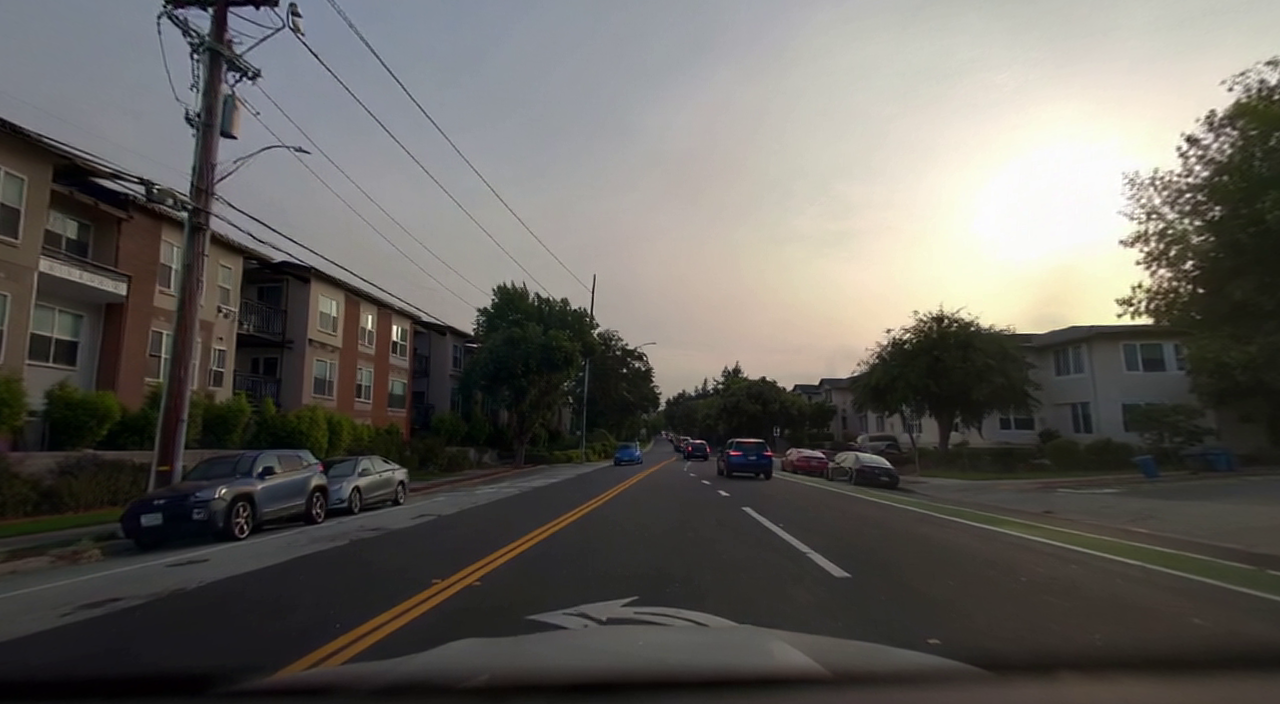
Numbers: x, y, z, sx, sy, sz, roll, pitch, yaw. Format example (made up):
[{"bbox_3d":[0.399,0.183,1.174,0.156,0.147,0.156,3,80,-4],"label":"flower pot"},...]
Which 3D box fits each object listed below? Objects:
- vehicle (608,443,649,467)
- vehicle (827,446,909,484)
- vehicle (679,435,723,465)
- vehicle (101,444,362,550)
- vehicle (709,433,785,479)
[{"bbox_3d":[-0.681,6.753,41.421,2.155,1.436,4.501,-1,-8,6],"label":"vehicle"},{"bbox_3d":[9.884,4.901,27.608,1.935,1.478,4.711,0,-8,1],"label":"vehicle"},{"bbox_3d":[4.022,6.596,42.310,2.368,1.840,4.896,0,-8,-1],"label":"vehicle"},{"bbox_3d":[-8.224,2.895,13.398,2.381,1.825,4.652,0,-8,0],"label":"vehicle"},{"bbox_3d":[4.311,4.312,26.233,2.306,1.719,4.805,0,-8,0],"label":"vehicle"}]
